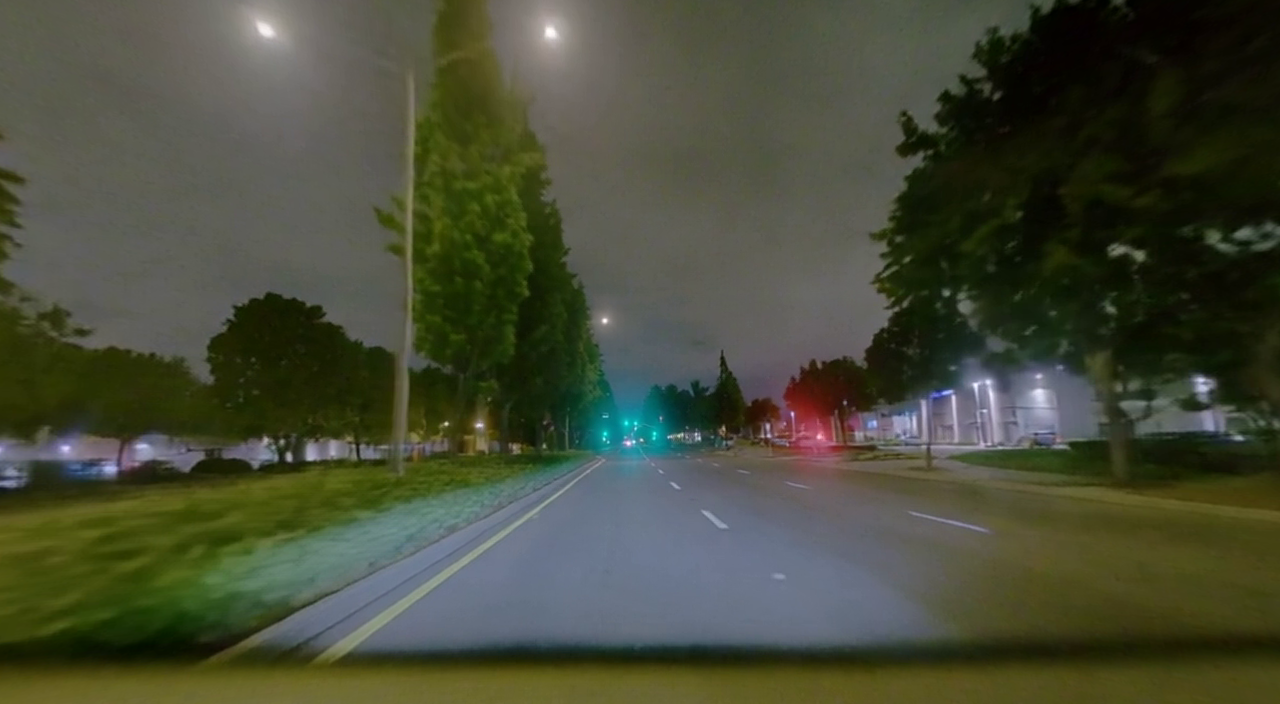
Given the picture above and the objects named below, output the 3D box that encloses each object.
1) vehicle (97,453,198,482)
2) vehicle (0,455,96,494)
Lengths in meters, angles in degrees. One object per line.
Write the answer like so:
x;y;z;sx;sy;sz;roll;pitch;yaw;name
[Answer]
-30.689;7.180;39.460;4.632;1.681;1.904;0;-9;-1;vehicle
-29.060;5.830;30.445;1.918;1.669;4.300;0;-9;-3;vehicle
